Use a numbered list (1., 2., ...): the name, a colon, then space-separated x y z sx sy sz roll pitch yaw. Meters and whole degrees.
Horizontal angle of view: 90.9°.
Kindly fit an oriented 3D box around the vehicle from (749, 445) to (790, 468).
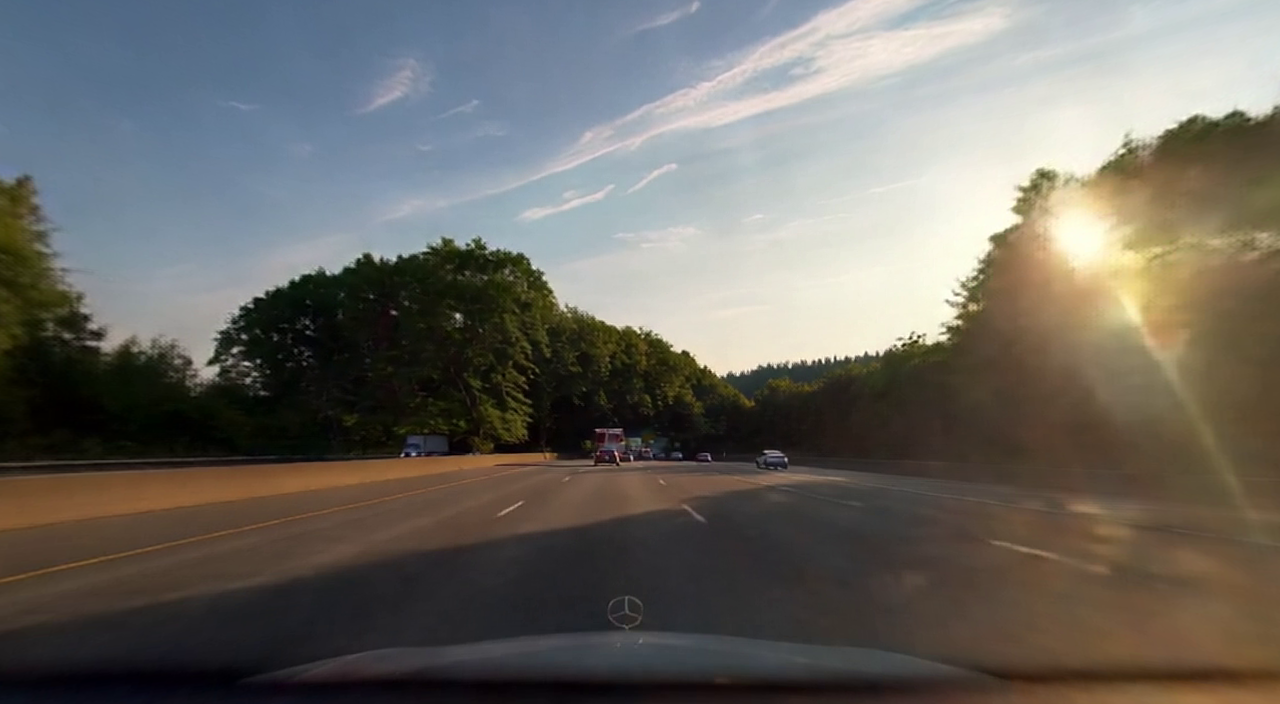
1. vehicle: 9.646 7.822 47.194 1.989 1.591 4.348 0 -9 -3

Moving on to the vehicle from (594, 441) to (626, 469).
1. vehicle: -2.132 7.330 44.997 2.167 1.847 4.097 0 -9 -3
